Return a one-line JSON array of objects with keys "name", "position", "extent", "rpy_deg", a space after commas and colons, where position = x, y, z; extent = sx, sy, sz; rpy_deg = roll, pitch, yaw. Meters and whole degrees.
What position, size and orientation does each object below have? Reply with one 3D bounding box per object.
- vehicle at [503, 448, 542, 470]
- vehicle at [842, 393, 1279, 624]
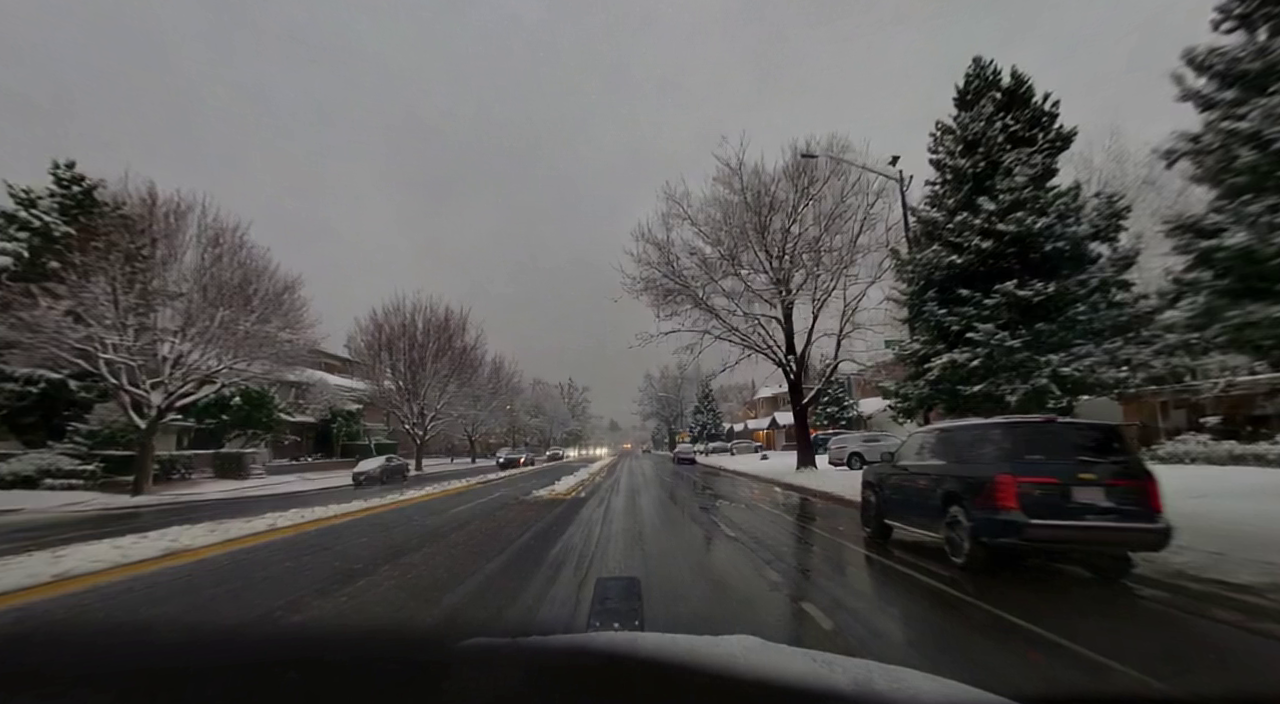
[{"name": "vehicle", "position": [-8.543, 7.805, 46.310], "extent": [1.973, 1.509, 4.651], "rpy_deg": [0, -8, 0]}, {"name": "vehicle", "position": [4.345, 1.613, 7.551], "extent": [2.166, 1.858, 4.667], "rpy_deg": [0, -8, -2]}]
